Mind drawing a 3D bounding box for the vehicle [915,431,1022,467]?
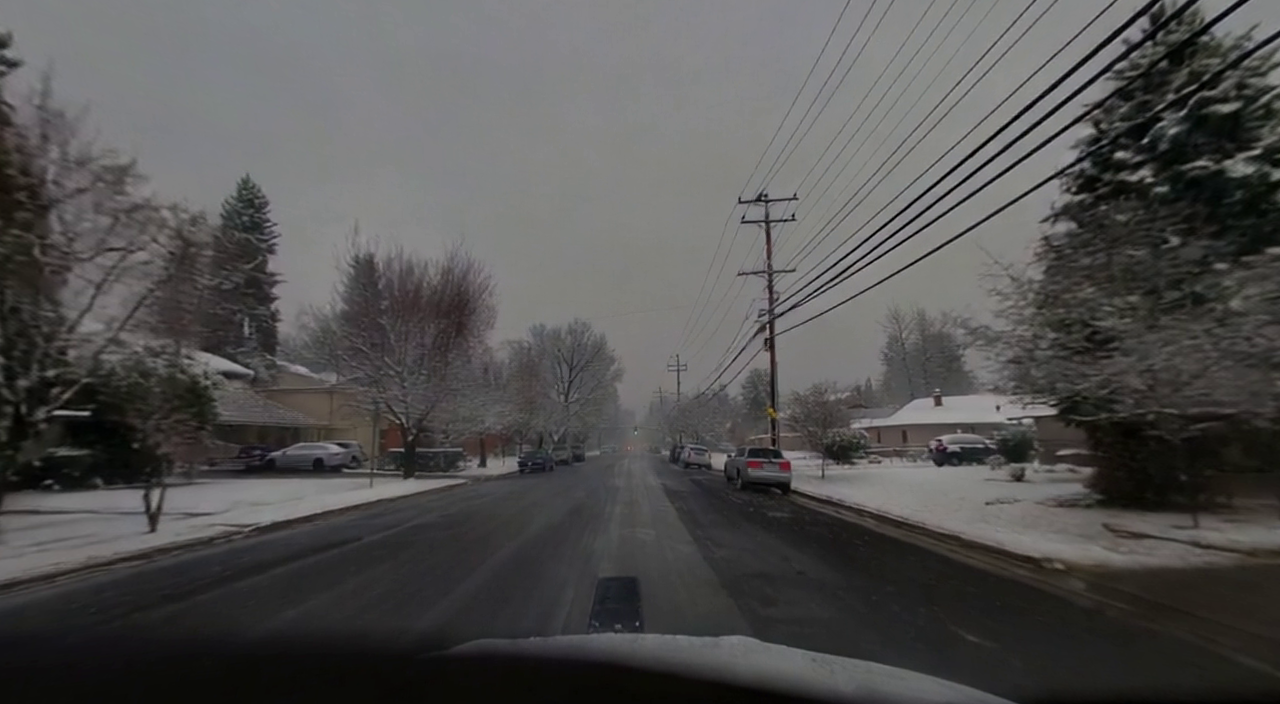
[{"bbox_3d":[16.718,4.972,32.321,4.355,1.674,1.914,-1,-9,1],"label":"vehicle"}]

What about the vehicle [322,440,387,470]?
[{"bbox_3d":[-17.987,6.514,40.049,1.925,1.750,4.489,0,-9,1],"label":"vehicle"}]

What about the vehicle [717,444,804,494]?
[{"bbox_3d":[3.719,3.682,20.239,1.782,1.439,4.037,0,-9,-3],"label":"vehicle"}]

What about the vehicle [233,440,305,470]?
[{"bbox_3d":[-23.243,6.481,39.783,1.879,1.761,4.199,0,-9,1],"label":"vehicle"}]

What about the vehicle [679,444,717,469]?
[{"bbox_3d":[3.511,6.432,38.890,1.763,1.432,4.323,0,-9,-2],"label":"vehicle"}]

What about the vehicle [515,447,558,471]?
[{"bbox_3d":[-6.616,6.886,40.801,2.031,1.454,4.410,0,-9,-1],"label":"vehicle"}]

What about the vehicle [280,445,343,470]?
[{"bbox_3d":[-20.377,6.544,39.375,1.791,1.500,3.846,0,-9,1],"label":"vehicle"}]
